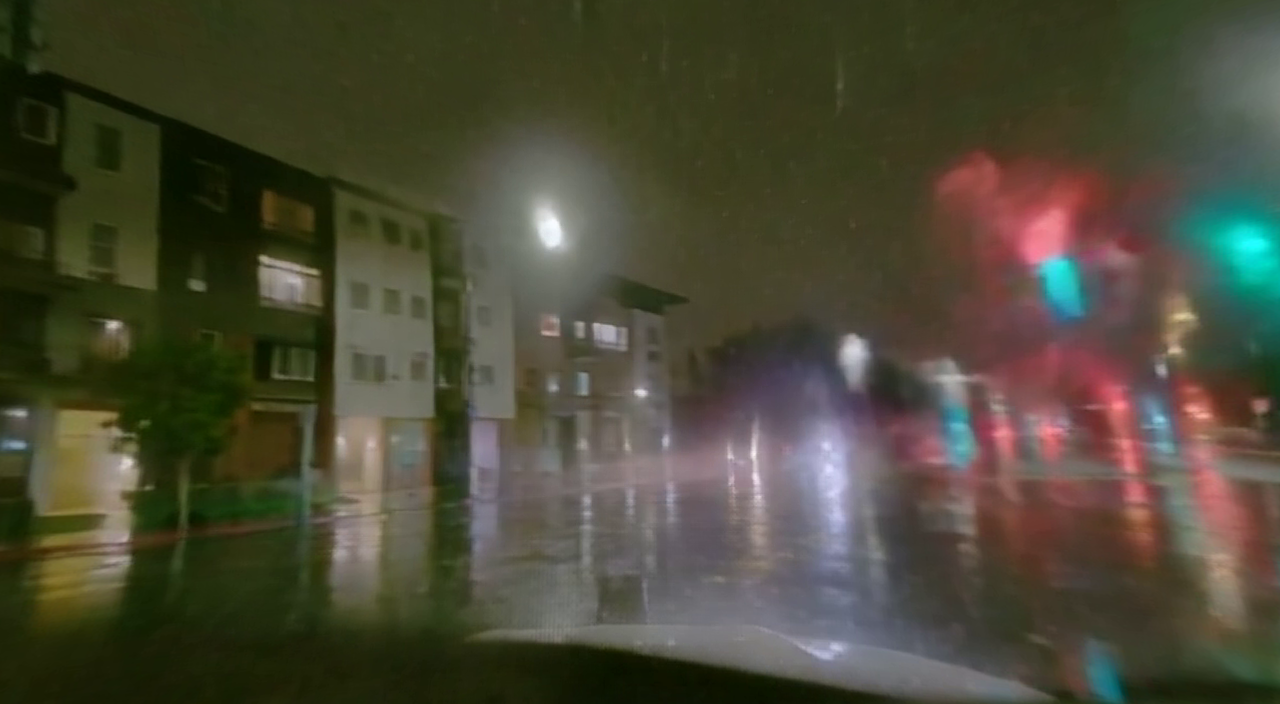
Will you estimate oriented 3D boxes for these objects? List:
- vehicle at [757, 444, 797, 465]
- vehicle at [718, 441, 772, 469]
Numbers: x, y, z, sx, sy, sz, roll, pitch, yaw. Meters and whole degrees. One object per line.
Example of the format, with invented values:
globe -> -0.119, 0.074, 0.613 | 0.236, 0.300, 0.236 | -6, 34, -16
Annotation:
vehicle -> 10.179, 7.563, 46.694 | 1.719, 1.440, 4.201 | -5, -10, 29
vehicle -> 6.844, 6.657, 40.966 | 2.075, 1.708, 4.335 | -5, -10, 29
